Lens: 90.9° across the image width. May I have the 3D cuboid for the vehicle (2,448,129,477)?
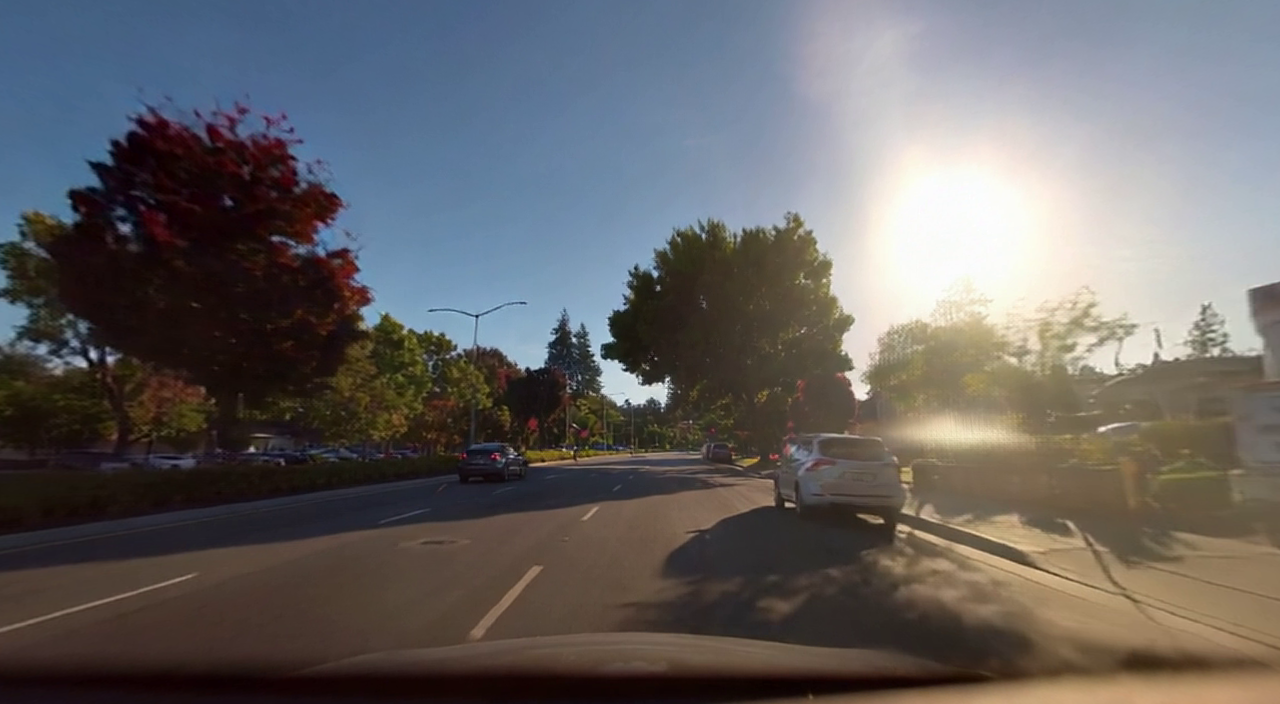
[{"bbox_3d":[-30.304,5.849,33.368,4.481,1.441,1.960,2,-8,-10],"label":"vehicle"}]

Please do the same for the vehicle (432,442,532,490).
[{"bbox_3d":[-5.266,3.857,21.773,2.060,1.473,4.645,0,-8,3],"label":"vehicle"}]

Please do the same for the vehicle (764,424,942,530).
[{"bbox_3d":[3.931,2.383,12.664,2.064,1.697,4.718,0,-8,2],"label":"vehicle"}]
